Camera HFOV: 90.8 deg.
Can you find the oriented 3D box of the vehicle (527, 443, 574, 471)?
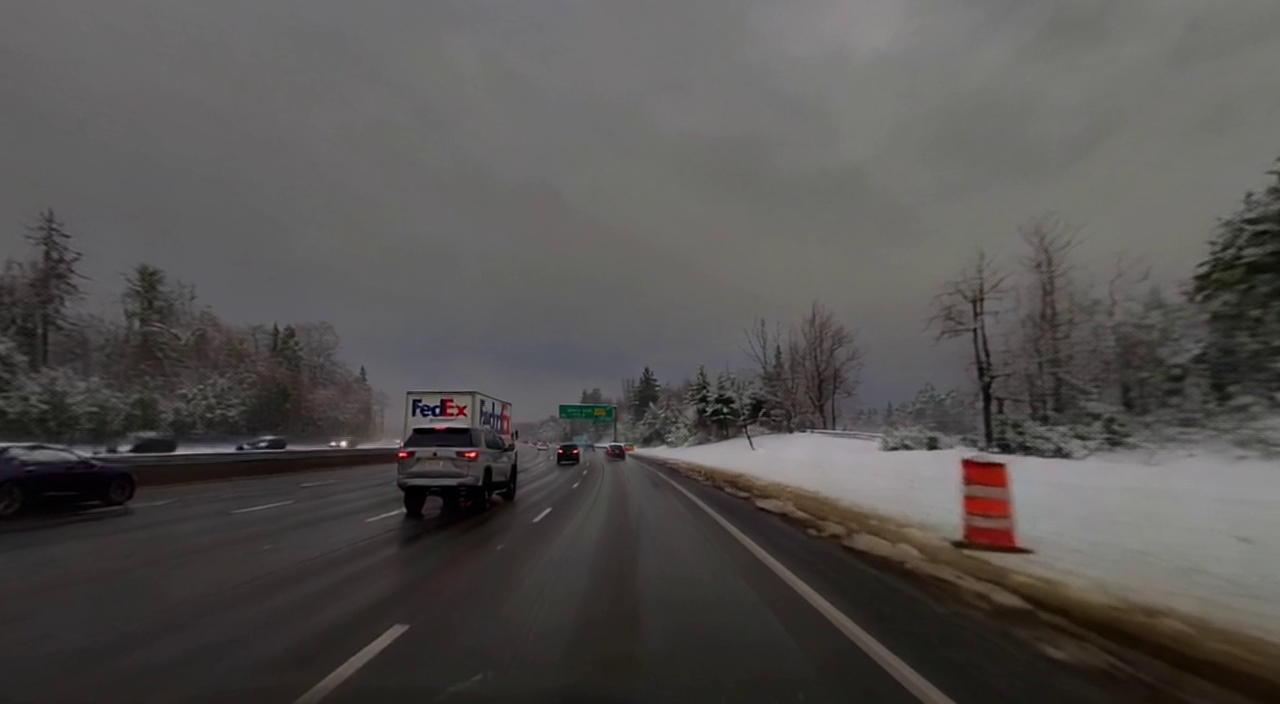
[{"bbox_3d":[-4.977,5.887,35.576,2.192,1.478,4.591,0,-9,-3],"label":"vehicle"}]

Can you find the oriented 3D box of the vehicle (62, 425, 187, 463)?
[{"bbox_3d":[-24.054,4.357,29.786,1.987,1.613,4.782,0,-9,-2],"label":"vehicle"}]

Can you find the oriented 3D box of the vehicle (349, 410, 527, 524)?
[{"bbox_3d":[-3.792,2.276,12.935,2.170,1.886,4.628,0,-9,-1],"label":"vehicle"}]

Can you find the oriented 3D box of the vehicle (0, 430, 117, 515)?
[{"bbox_3d":[-13.672,2.465,13.032,2.018,1.668,4.409,0,-9,-1],"label":"vehicle"}]

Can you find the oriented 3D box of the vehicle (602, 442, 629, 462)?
[{"bbox_3d":[-1.972,7.925,49.941,2.043,1.489,3.839,0,-9,-4],"label":"vehicle"}]
